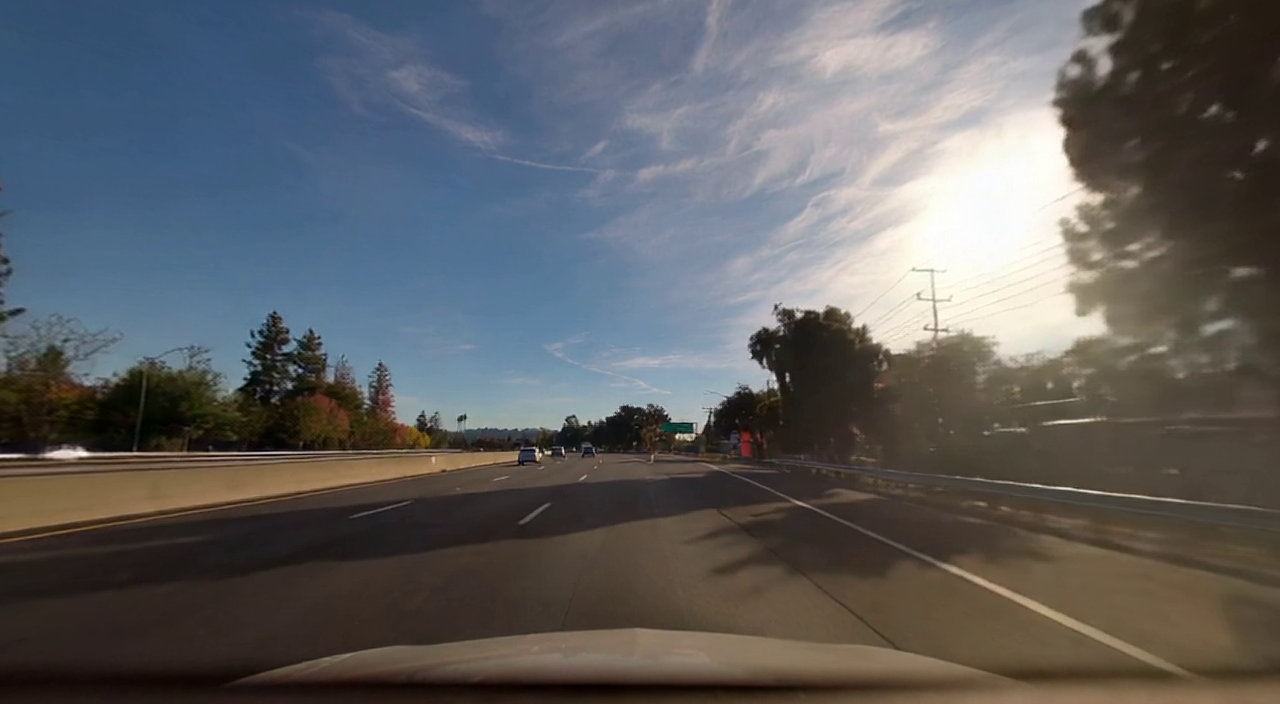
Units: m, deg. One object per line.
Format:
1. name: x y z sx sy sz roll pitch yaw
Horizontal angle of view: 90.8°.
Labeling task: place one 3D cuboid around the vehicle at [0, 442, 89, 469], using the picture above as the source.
1. vehicle: -40.525 7.030 43.052 1.975 1.695 4.592 0 -8 -4
